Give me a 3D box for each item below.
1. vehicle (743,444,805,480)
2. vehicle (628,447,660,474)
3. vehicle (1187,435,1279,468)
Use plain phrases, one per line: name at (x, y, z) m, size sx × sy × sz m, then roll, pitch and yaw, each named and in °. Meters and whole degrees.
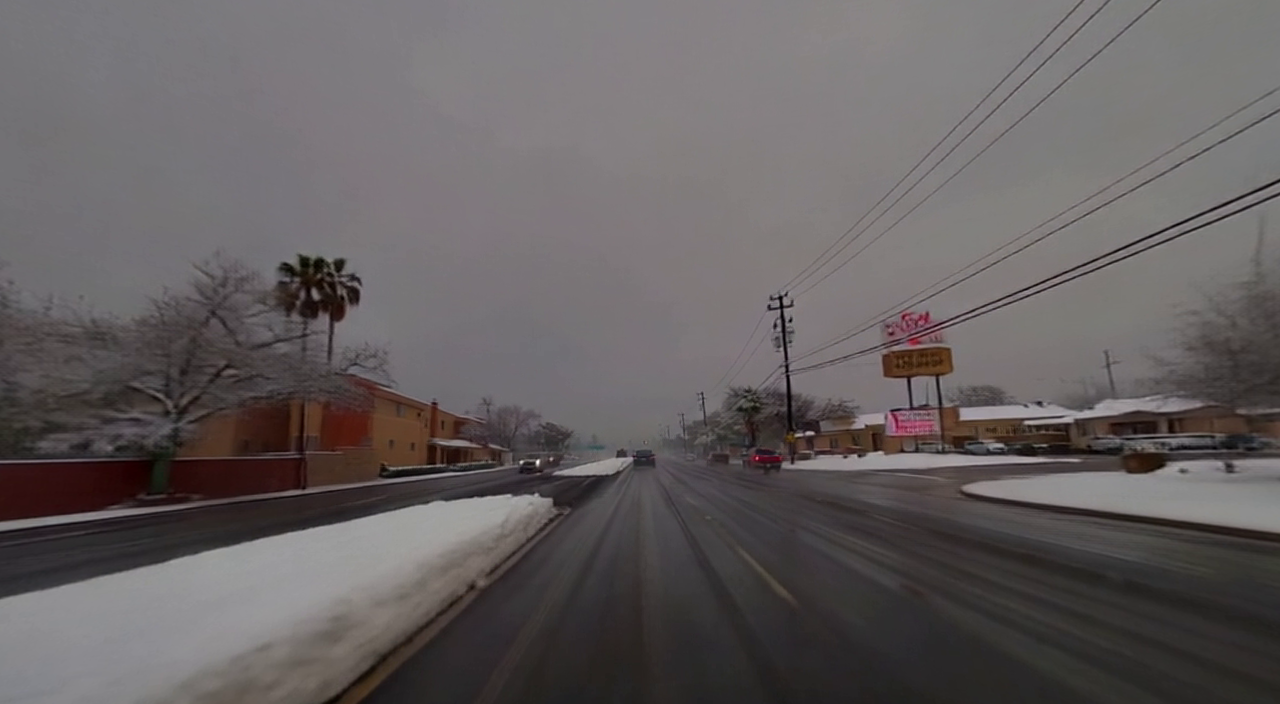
vehicle at (6.868, 5.680, 32.887) m, size 2.252 × 1.718 × 4.617 m, roll 0°, pitch -9°, yaw 1°
vehicle at (0.296, 7.480, 43.588) m, size 2.138 × 1.702 × 4.168 m, roll 0°, pitch -9°, yaw 1°
vehicle at (29.604, 4.828, 30.573) m, size 4.191 × 1.492 × 1.950 m, roll 0°, pitch -9°, yaw 0°
